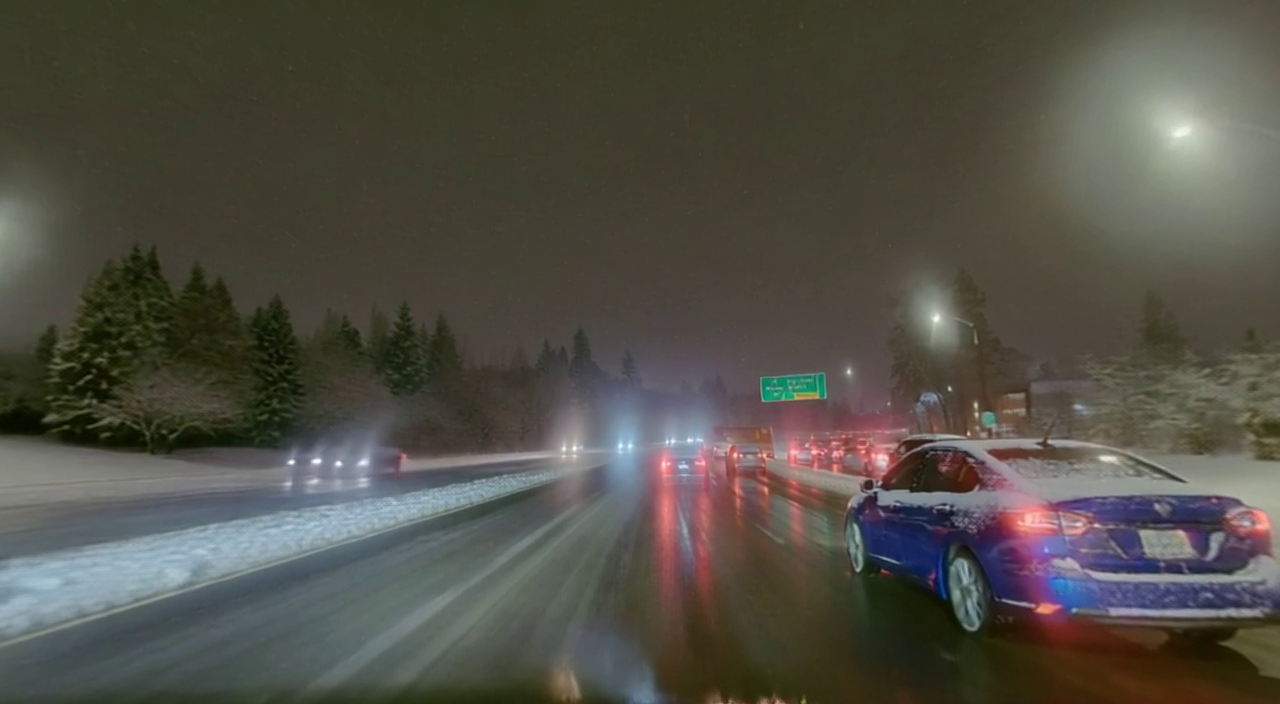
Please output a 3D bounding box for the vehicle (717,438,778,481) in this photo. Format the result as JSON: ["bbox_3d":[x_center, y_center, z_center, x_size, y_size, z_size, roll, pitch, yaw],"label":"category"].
[{"bbox_3d":[4.550,4.614,27.253,2.076,1.684,4.241,0,-9,3],"label":"vehicle"}]

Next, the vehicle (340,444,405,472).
[{"bbox_3d":[-17.419,6.926,41.237,1.956,1.688,4.466,-1,-9,6],"label":"vehicle"}]

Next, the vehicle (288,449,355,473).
[{"bbox_3d":[-20.972,7.201,41.669,1.859,1.484,4.345,-1,-9,6],"label":"vehicle"}]

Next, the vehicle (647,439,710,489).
[{"bbox_3d":[1.374,4.006,22.801,2.074,1.614,3.803,0,-9,3],"label":"vehicle"}]

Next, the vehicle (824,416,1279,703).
[{"bbox_3d":[3.165,1.397,5.222,2.009,1.489,4.559,0,-9,2],"label":"vehicle"}]
